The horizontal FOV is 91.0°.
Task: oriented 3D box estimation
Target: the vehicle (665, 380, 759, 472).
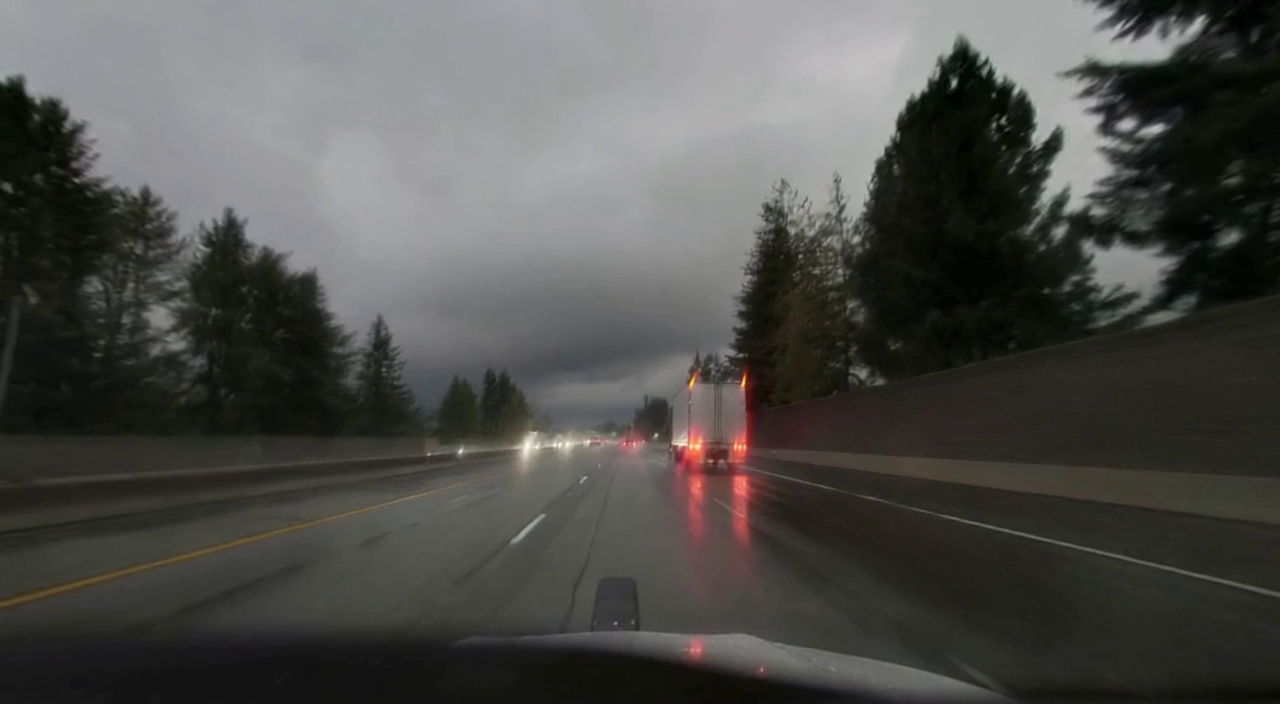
[{"bbox_3d":[3.593,4.373,36.222,3.489,4.211,14.193,0,-8,-1],"label":"vehicle"}]
